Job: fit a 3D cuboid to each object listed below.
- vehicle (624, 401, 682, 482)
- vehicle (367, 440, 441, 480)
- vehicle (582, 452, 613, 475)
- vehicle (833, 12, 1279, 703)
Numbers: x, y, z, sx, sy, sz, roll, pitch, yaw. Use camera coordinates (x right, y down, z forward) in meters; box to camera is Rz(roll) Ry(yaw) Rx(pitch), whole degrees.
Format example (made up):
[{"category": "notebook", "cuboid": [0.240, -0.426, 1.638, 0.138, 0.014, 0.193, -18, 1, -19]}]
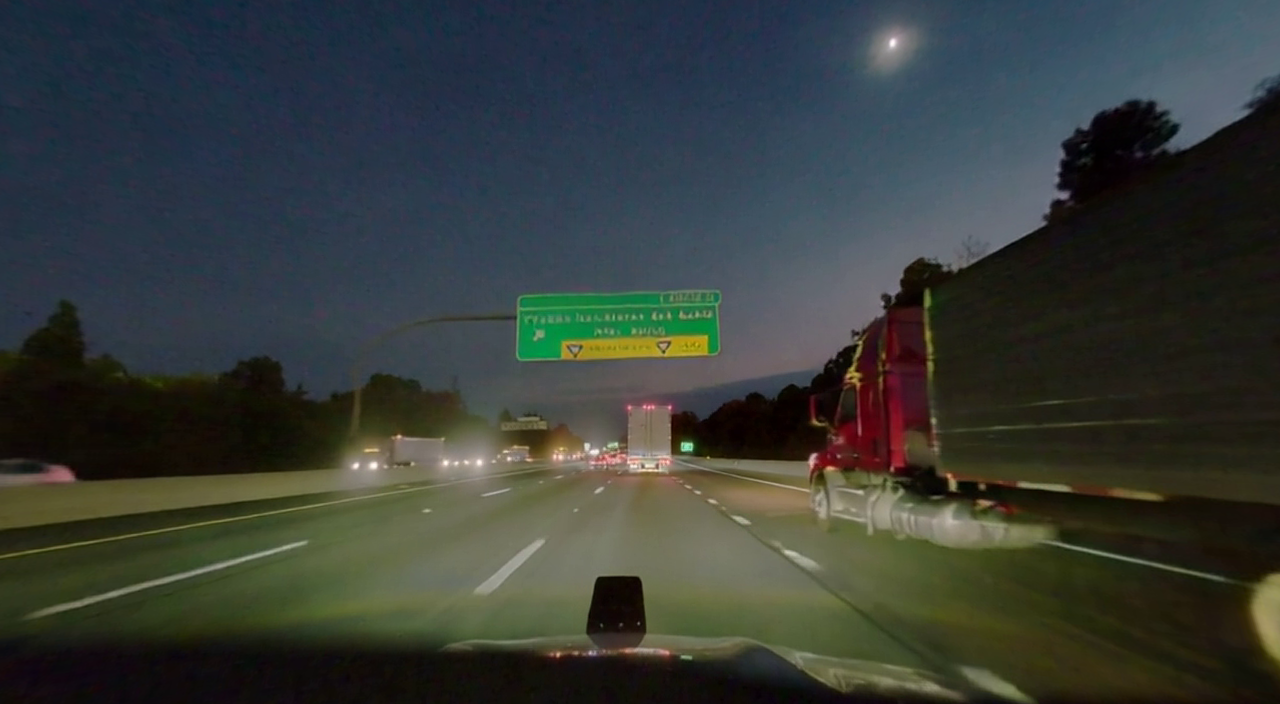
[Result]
[{"category": "vehicle", "cuboid": [0.549, 5.458, 37.995, 2.875, 4.056, 12.312, 0, -9, -1]}, {"category": "vehicle", "cuboid": [-18.063, 8.296, 48.772, 2.845, 2.784, 7.224, 0, -9, 1]}, {"category": "vehicle", "cuboid": [-3.111, 8.302, 47.065, 2.061, 1.555, 3.900, 0, -9, 0]}, {"category": "vehicle", "cuboid": [4.638, 0.540, 5.933, 2.874, 3.635, 8.115, 0, -9, -1]}]
